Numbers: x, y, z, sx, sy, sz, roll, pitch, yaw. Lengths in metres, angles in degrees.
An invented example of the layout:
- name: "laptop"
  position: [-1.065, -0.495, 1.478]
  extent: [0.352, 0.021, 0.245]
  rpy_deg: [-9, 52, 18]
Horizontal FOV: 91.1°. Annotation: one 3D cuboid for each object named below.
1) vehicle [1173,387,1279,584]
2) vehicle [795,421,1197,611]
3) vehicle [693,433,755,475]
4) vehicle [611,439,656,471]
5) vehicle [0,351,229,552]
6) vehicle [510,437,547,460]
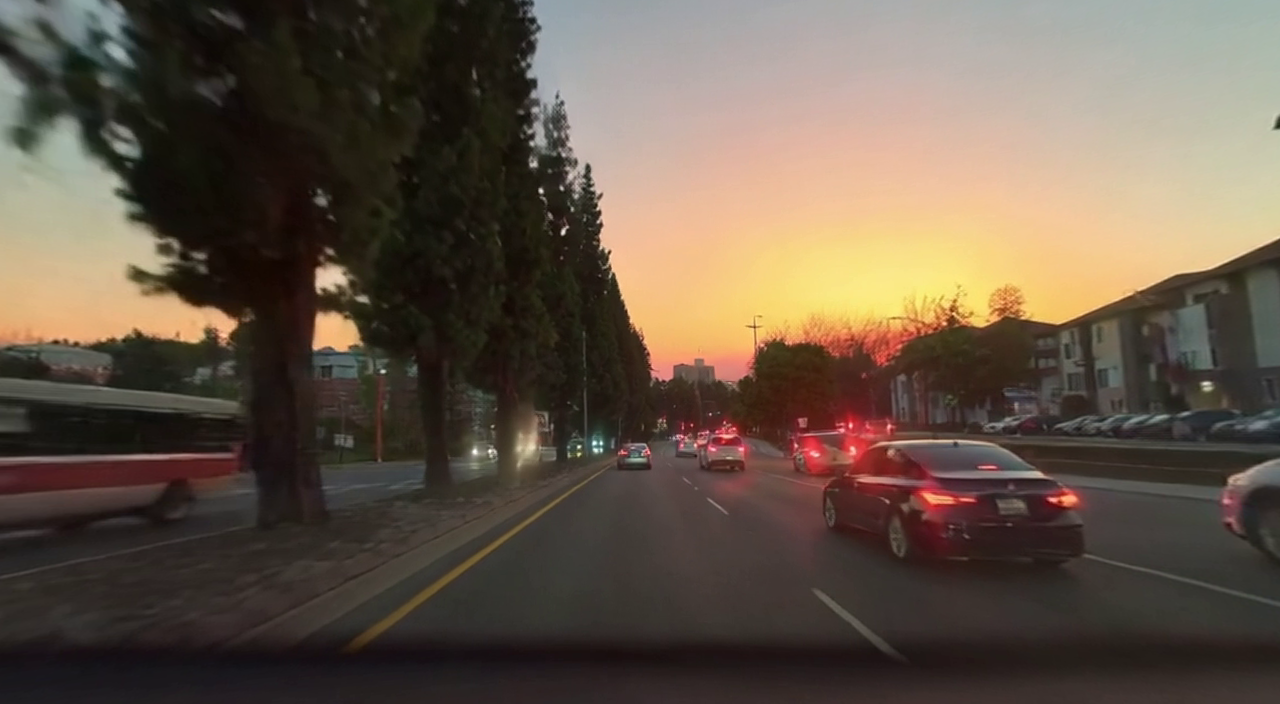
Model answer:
- name: "vehicle"
  position: [7.135, 1.042, 4.487]
  extent: [2.188, 1.840, 5.050]
  rpy_deg: [0, -9, 0]
- name: "vehicle"
  position: [3.415, 1.664, 7.376]
  extent: [2.010, 1.490, 4.639]
  rpy_deg: [0, -9, 0]
- name: "vehicle"
  position: [3.677, 4.576, 28.349]
  extent: [2.130, 1.718, 4.310]
  rpy_deg: [0, -9, -1]
- name: "vehicle"
  position: [-0.315, 5.237, 31.991]
  extent: [2.111, 1.506, 4.018]
  rpy_deg: [0, -9, 0]
- name: "vehicle"
  position: [-8.310, 1.245, 7.873]
  extent: [2.396, 2.216, 5.698]
  rpy_deg: [0, -9, 0]
- name: "vehicle"
  position: [-8.077, 7.033, 45.755]
  extent: [1.939, 1.574, 3.820]
  rpy_deg: [0, -9, 1]
